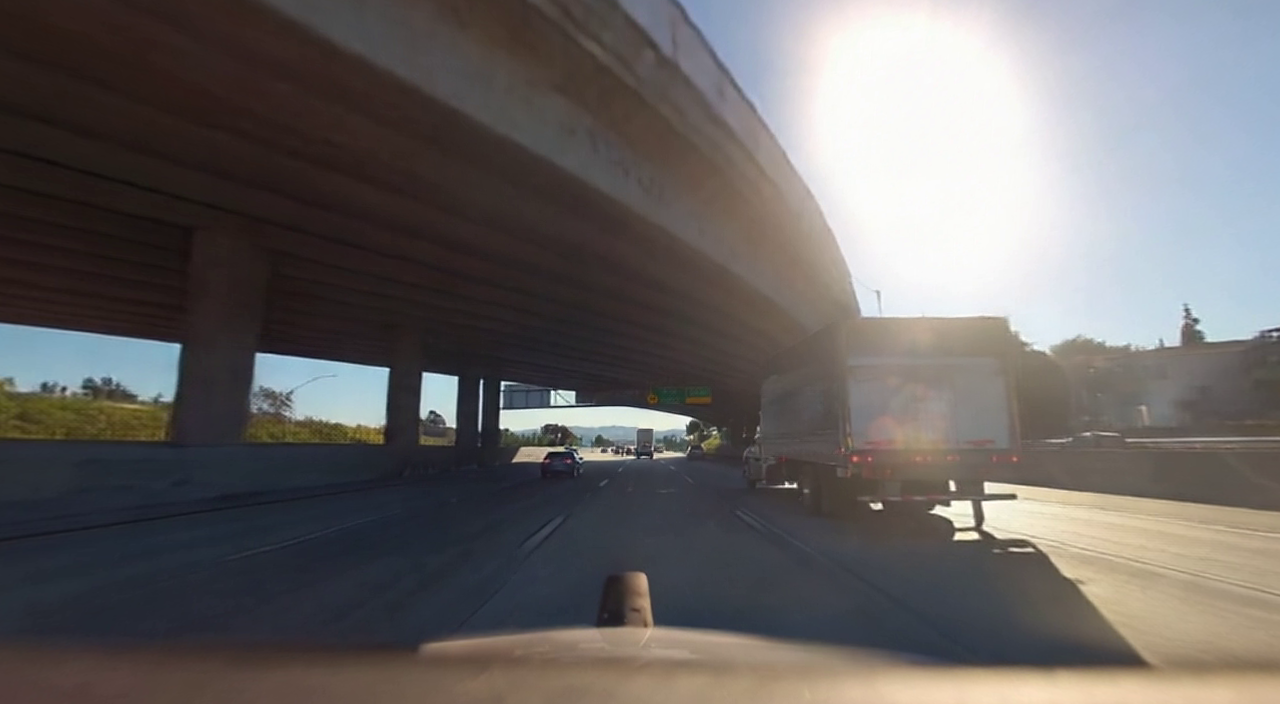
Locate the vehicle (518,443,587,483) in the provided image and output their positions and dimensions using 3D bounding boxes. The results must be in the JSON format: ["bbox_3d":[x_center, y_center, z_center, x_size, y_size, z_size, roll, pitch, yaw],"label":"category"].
[{"bbox_3d":[-3.631,4.741,27.108,2.143,1.529,4.918,0,-9,1],"label":"vehicle"}]

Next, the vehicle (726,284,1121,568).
[{"bbox_3d":[4.045,1.632,12.776,3.049,3.395,10.595,0,-9,0],"label":"vehicle"}]

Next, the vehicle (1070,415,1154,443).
[{"bbox_3d":[29.148,4.793,38.957,1.928,1.603,4.315,1,-8,2],"label":"vehicle"}]
